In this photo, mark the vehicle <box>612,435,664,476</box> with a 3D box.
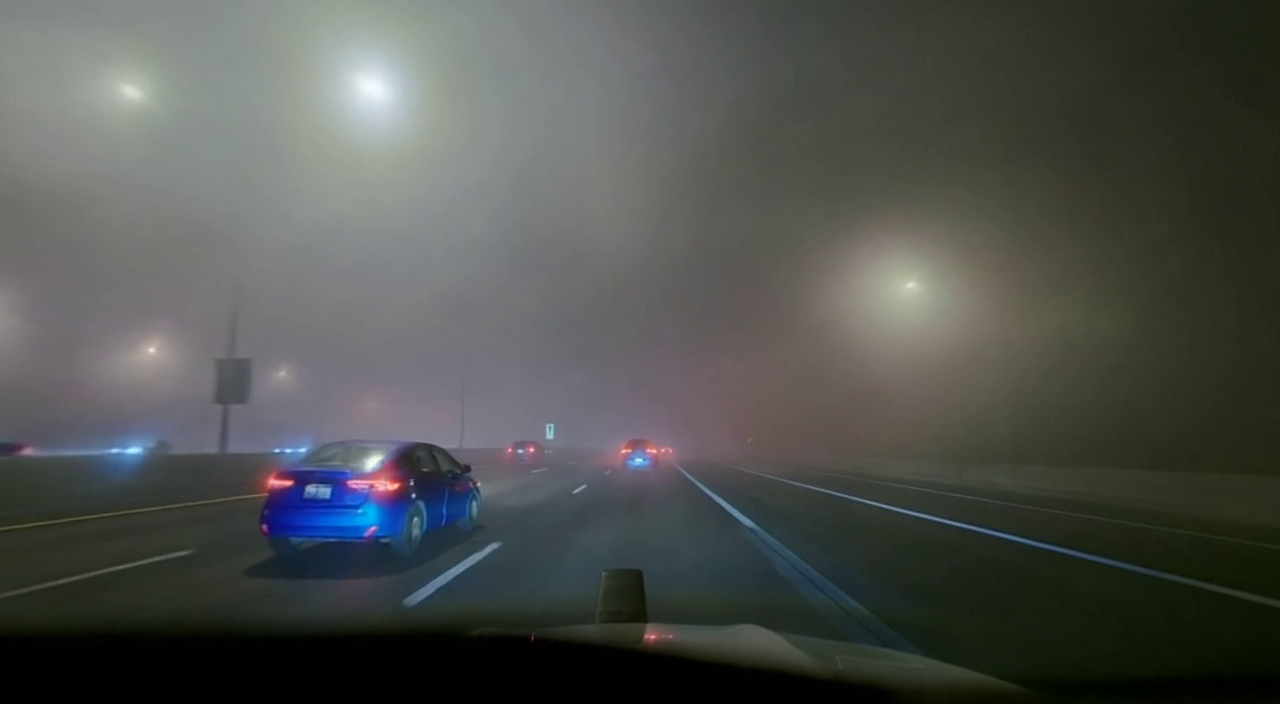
[{"bbox_3d":[-0.055,4.627,28.283,2.155,1.690,4.318,0,-9,1],"label":"vehicle"}]

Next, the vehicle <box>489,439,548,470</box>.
[{"bbox_3d":[-6.278,5.359,33.002,1.994,1.519,4.668,0,-9,2],"label":"vehicle"}]

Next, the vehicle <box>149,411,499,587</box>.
[{"bbox_3d":[-3.476,1.713,8.199,2.124,1.607,4.531,0,-9,1],"label":"vehicle"}]
